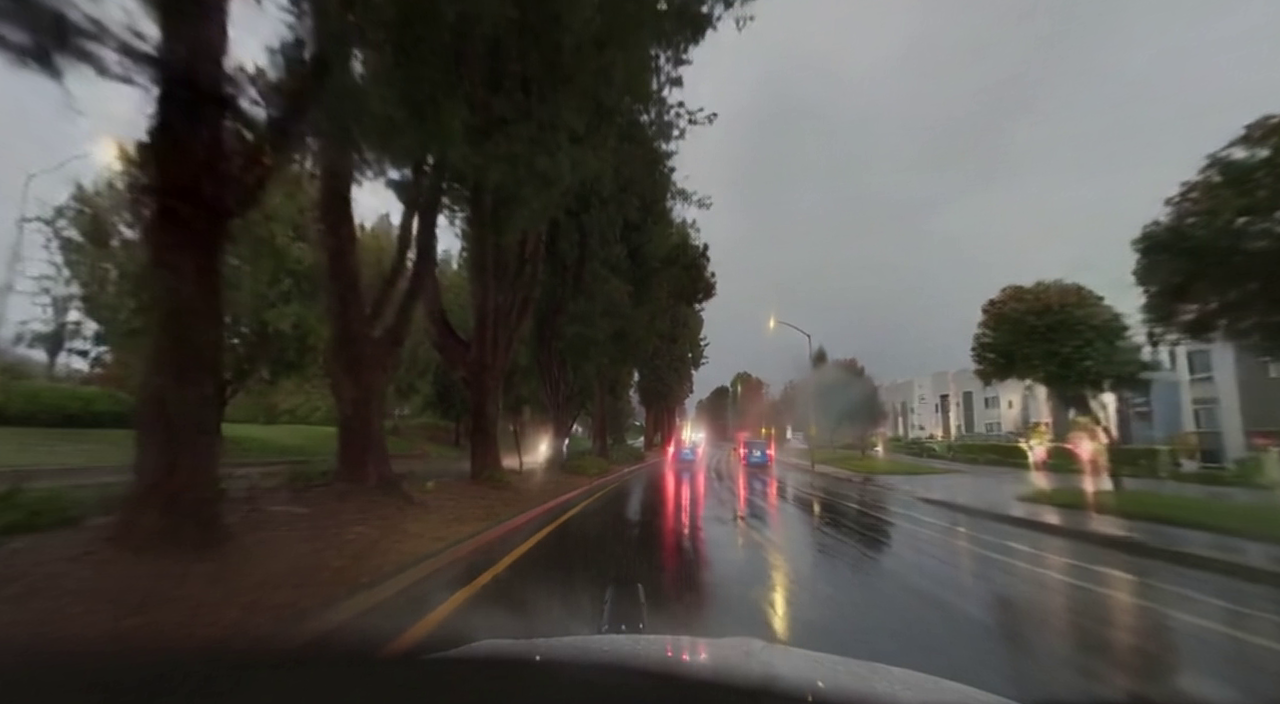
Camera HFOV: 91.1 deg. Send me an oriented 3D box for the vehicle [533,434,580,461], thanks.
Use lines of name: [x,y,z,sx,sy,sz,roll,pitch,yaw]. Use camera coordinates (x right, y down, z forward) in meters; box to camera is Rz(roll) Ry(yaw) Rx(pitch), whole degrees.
vehicle: [-5.540,6.423,42.217,1.981,1.652,4.609,-1,-9,7]

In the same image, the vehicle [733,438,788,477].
vehicle: [5.481,4.839,29.059,1.971,1.663,4.287,-1,-9,5]

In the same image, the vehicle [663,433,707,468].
vehicle: [2.602,5.530,35.390,2.251,1.822,4.391,-1,-9,7]
